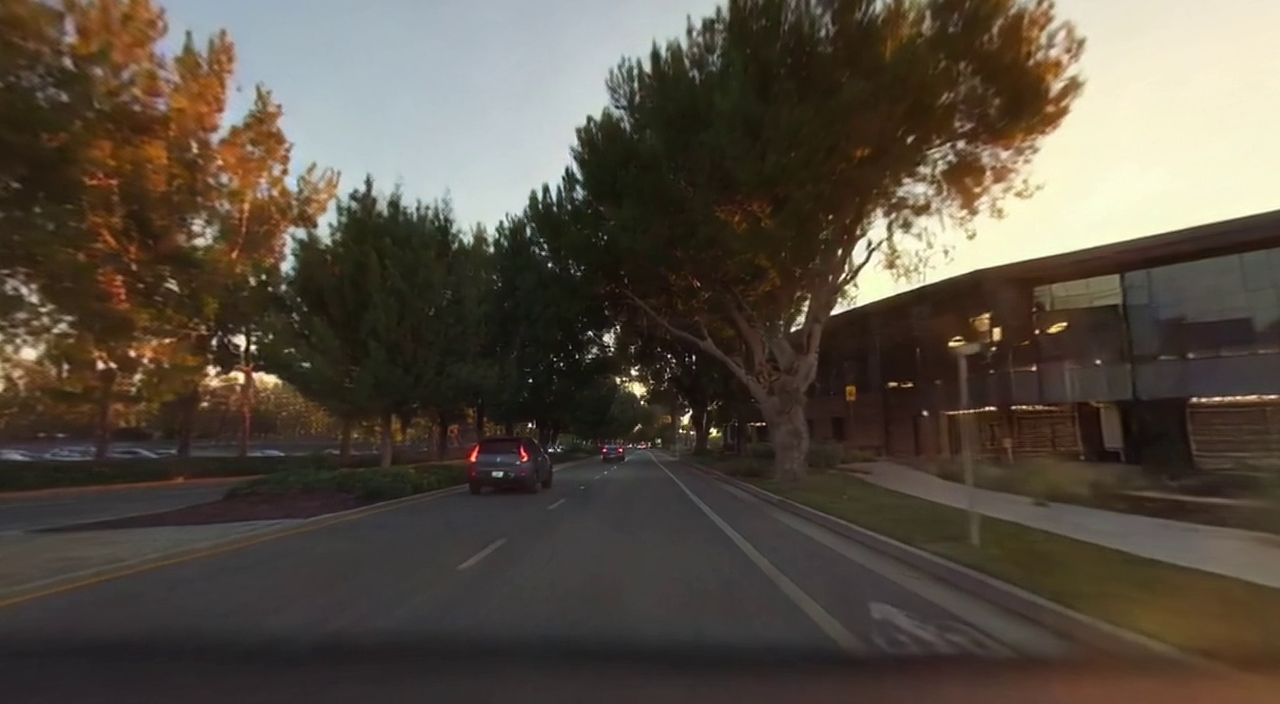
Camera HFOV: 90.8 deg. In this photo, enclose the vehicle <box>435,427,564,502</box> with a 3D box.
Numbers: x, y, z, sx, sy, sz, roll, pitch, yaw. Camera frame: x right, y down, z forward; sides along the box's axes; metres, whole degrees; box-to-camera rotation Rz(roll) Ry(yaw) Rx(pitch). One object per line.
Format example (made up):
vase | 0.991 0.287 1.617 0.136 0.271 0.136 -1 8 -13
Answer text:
vehicle | -3.471 2.914 16.743 2.202 1.685 4.772 0 -8 1
